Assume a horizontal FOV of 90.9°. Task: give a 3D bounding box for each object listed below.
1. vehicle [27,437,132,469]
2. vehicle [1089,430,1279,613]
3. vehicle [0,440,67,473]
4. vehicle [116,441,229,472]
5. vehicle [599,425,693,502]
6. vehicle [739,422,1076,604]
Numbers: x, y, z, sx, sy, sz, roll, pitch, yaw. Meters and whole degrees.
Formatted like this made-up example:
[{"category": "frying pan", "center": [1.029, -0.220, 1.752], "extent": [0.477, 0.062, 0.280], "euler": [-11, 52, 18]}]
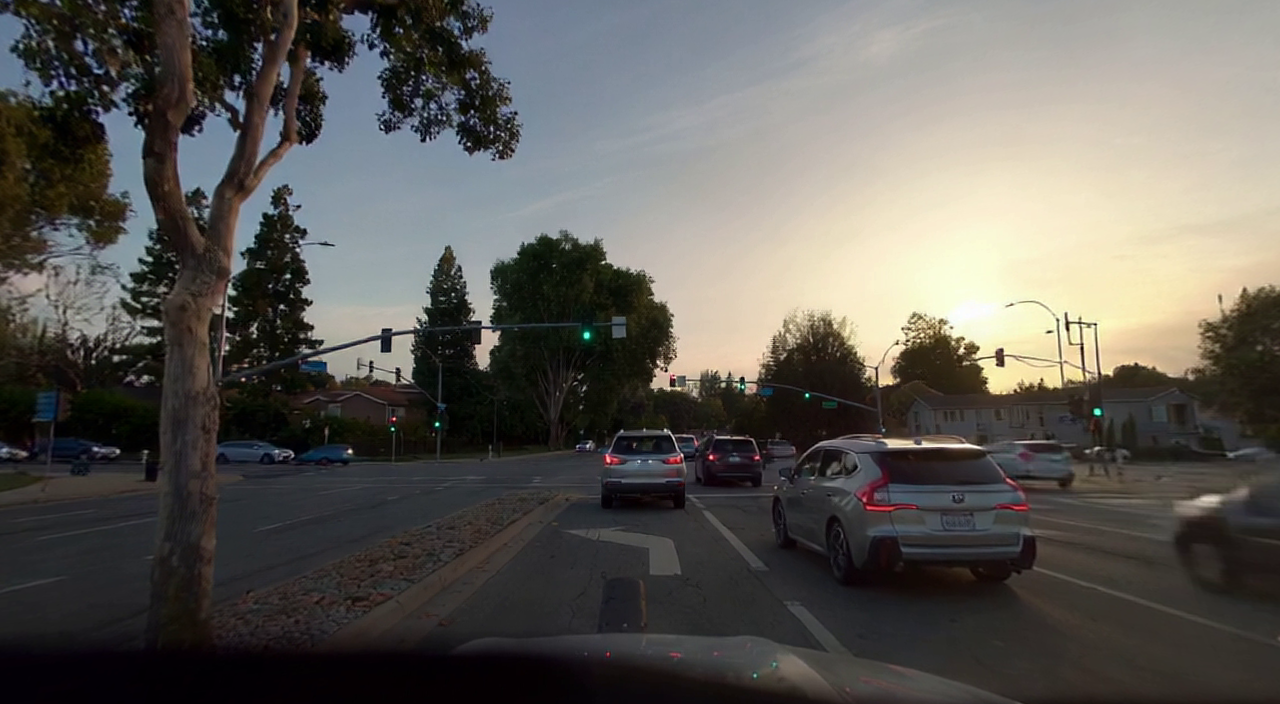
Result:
[{"category": "vehicle", "center": [-36.843, 6.631, 41.536], "extent": [4.771, 1.778, 2.032], "euler": [3, -8, -3]}, {"category": "vehicle", "center": [6.250, 1.353, 4.935], "extent": [2.043, 1.479, 4.661], "euler": [0, -8, 0]}, {"category": "vehicle", "center": [-35.041, 5.778, 34.939], "extent": [4.465, 1.693, 1.959], "euler": [2, -9, -1]}, {"category": "vehicle", "center": [-26.341, 5.886, 35.636], "extent": [4.724, 1.630, 1.968], "euler": [0, -8, -3]}, {"category": "vehicle", "center": [0.077, 2.798, 16.205], "extent": [2.099, 1.705, 4.020], "euler": [0, -8, -1]}, {"category": "vehicle", "center": [2.560, 1.661, 7.479], "extent": [2.009, 1.480, 4.423], "euler": [0, -8, -1]}]
